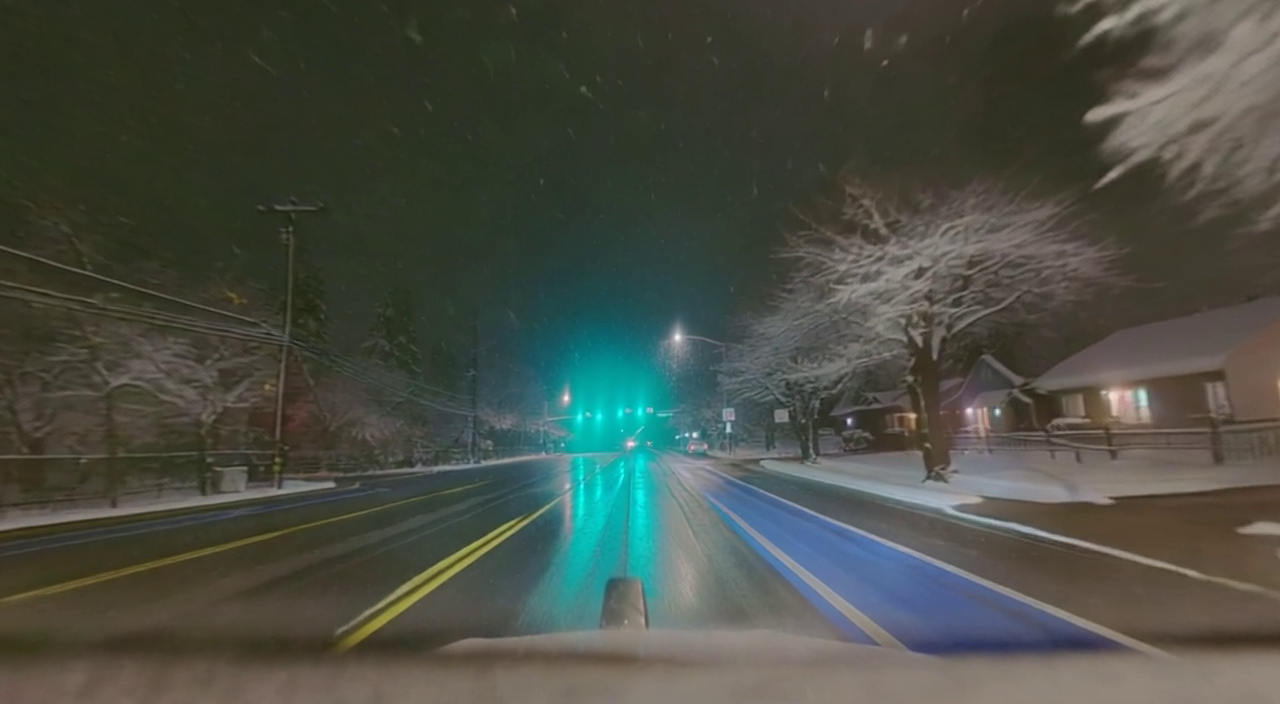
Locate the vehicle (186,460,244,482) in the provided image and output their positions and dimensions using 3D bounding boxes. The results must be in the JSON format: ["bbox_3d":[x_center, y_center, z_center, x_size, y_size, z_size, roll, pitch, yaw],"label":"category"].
[{"bbox_3d":[-33.078,9.226,49.155,1.713,1.527,3.708,-1,-9,5],"label":"vehicle"}]
